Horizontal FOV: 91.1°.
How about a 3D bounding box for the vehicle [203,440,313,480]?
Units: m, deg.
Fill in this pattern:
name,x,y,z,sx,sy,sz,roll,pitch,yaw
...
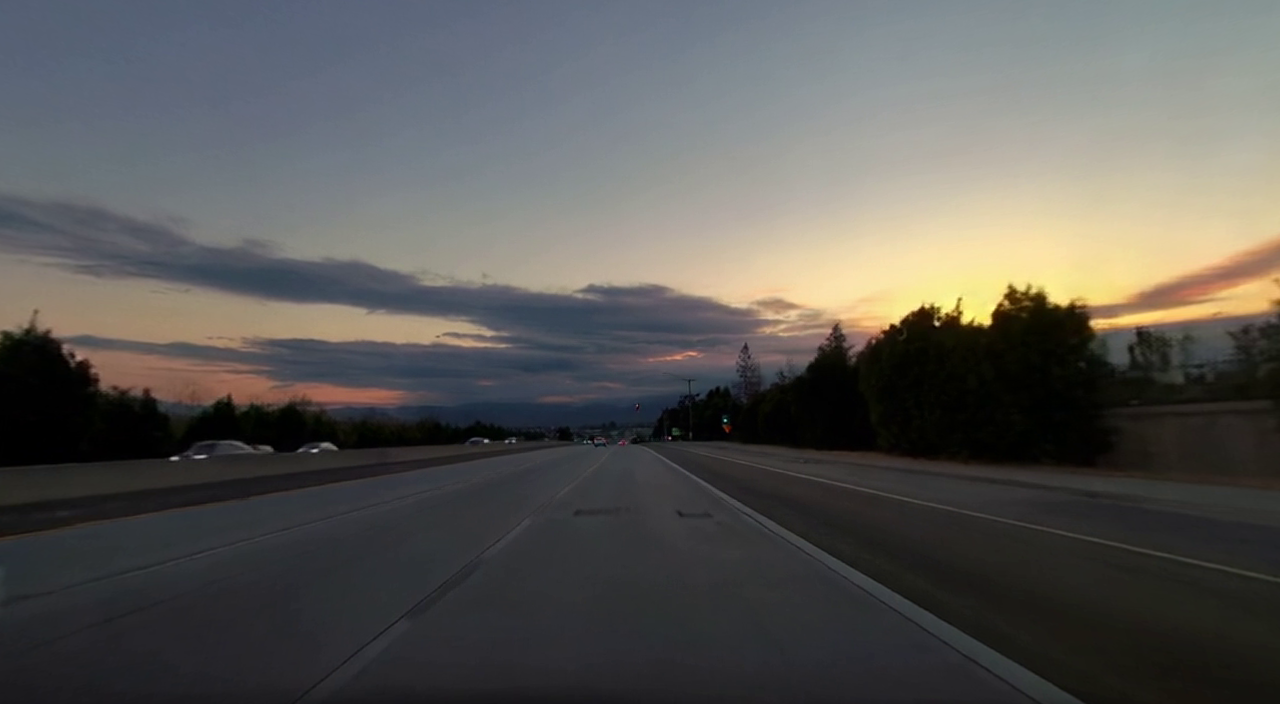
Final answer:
name,x,y,z,sx,sy,sz,roll,pitch,yaw
vehicle,-16.083,4.522,26.772,1.870,1.524,4.571,0,-8,-1
